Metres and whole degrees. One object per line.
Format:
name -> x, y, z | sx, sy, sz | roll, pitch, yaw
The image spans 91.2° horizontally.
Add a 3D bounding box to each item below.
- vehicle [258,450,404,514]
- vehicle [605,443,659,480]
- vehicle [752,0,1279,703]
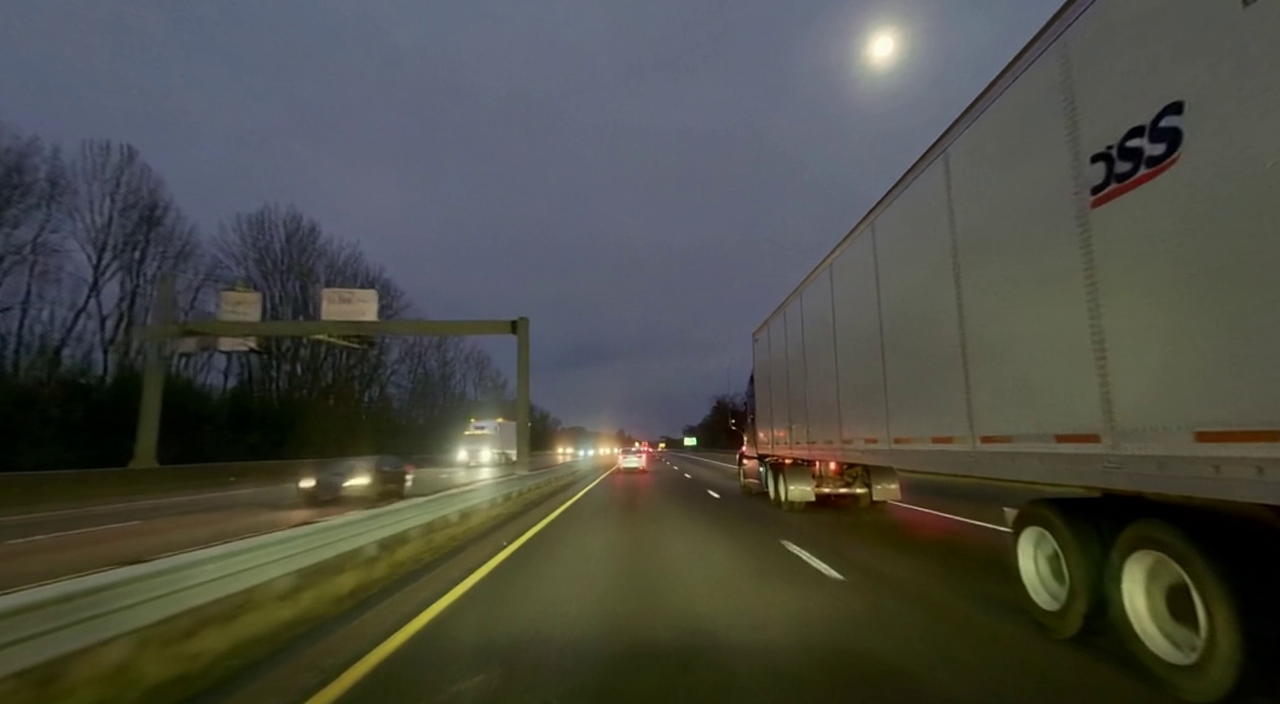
vehicle -> -8.409, 3.541, 17.575 | 1.921, 1.519, 4.291 | -1, -9, 0
vehicle -> -0.333, 4.864, 28.010 | 2.244, 1.506, 4.097 | -1, -9, 0
vehicle -> 4.502, 0.435, 8.334 | 3.317, 4.020, 14.141 | 0, -9, 0
